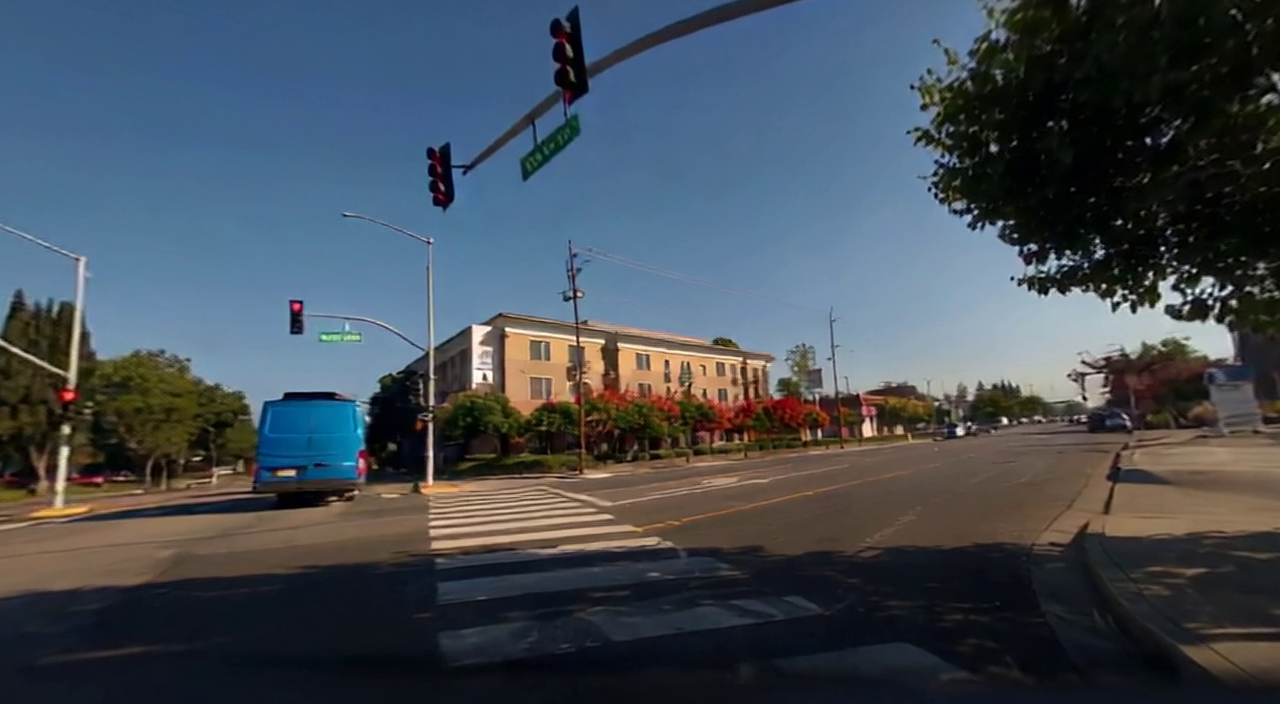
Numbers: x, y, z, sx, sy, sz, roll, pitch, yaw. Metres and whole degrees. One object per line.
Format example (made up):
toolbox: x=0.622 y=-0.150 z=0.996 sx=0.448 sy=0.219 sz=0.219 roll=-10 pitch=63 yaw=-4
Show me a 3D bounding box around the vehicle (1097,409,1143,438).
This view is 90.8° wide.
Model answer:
vehicle: x=34.771 y=5.266 z=45.727 sx=2.194 sy=1.896 sz=5.049 roll=-8 pitch=-11 yaw=40
